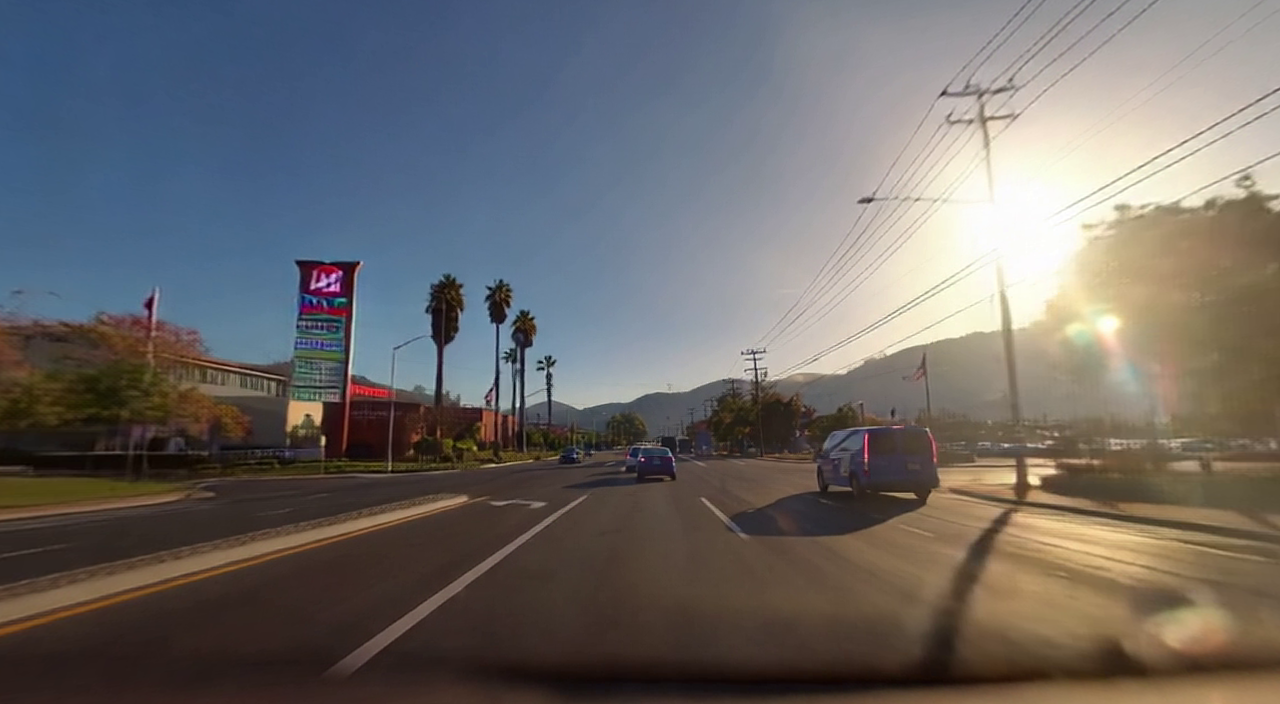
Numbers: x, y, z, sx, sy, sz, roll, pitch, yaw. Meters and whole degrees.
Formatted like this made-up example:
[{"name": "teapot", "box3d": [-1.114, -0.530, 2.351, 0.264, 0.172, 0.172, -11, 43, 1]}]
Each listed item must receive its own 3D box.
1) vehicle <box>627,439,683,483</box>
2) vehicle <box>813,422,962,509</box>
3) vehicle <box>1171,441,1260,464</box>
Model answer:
[{"name": "vehicle", "box3d": [0.598, 4.476, 26.120, 2.138, 1.672, 4.168, 0, -9, 1]}, {"name": "vehicle", "box3d": [6.217, 2.910, 16.514, 2.107, 1.928, 4.471, 0, -9, 1]}, {"name": "vehicle", "box3d": [45.619, 7.991, 49.987, 4.928, 1.678, 1.971, -1, -10, 1]}]
